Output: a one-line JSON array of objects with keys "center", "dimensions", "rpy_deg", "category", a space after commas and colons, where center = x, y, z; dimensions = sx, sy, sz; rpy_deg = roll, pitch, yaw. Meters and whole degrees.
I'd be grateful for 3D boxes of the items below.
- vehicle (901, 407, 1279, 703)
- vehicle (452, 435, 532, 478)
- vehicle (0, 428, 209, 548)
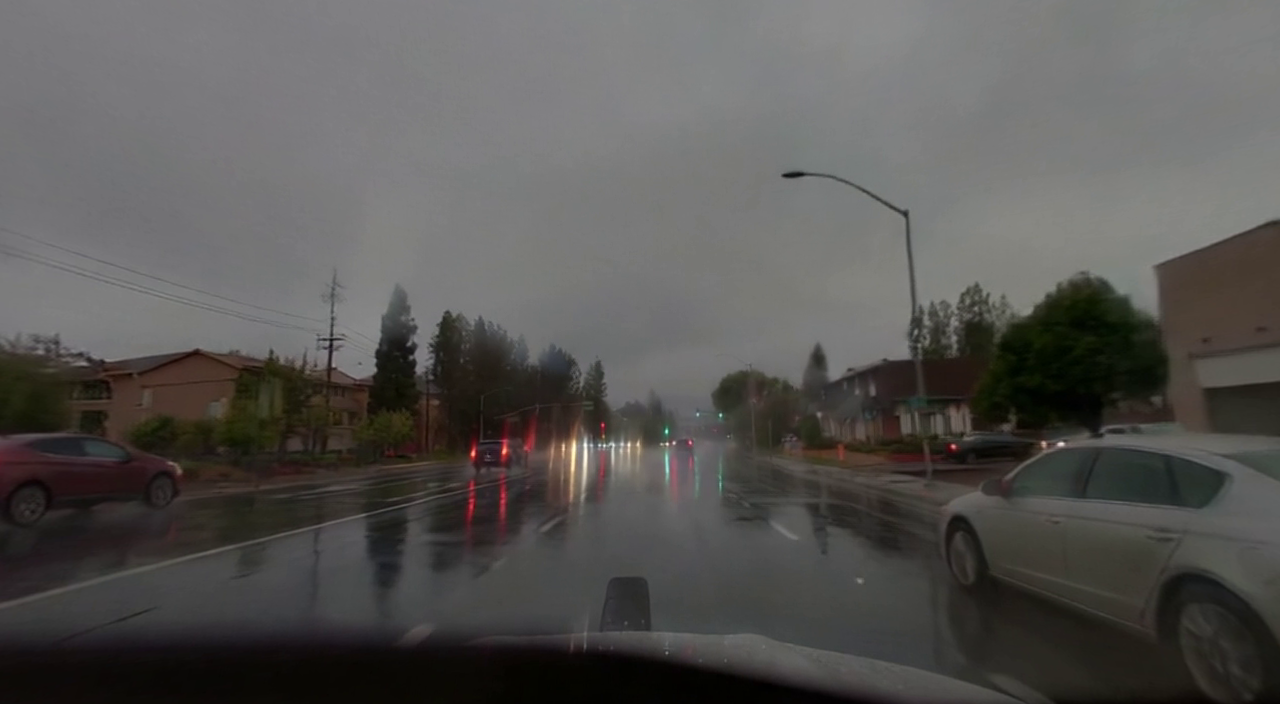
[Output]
[{"center": [3.802, 1.242, 4.398], "dimensions": [2.003, 1.494, 4.705], "rpy_deg": [0, -8, 1], "category": "vehicle"}, {"center": [-5.999, 4.308, 26.169], "dimensions": [1.988, 1.597, 4.404], "rpy_deg": [0, -8, 4], "category": "vehicle"}, {"center": [-9.415, 2.053, 10.110], "dimensions": [1.951, 1.554, 4.444], "rpy_deg": [0, -8, -2], "category": "vehicle"}]
